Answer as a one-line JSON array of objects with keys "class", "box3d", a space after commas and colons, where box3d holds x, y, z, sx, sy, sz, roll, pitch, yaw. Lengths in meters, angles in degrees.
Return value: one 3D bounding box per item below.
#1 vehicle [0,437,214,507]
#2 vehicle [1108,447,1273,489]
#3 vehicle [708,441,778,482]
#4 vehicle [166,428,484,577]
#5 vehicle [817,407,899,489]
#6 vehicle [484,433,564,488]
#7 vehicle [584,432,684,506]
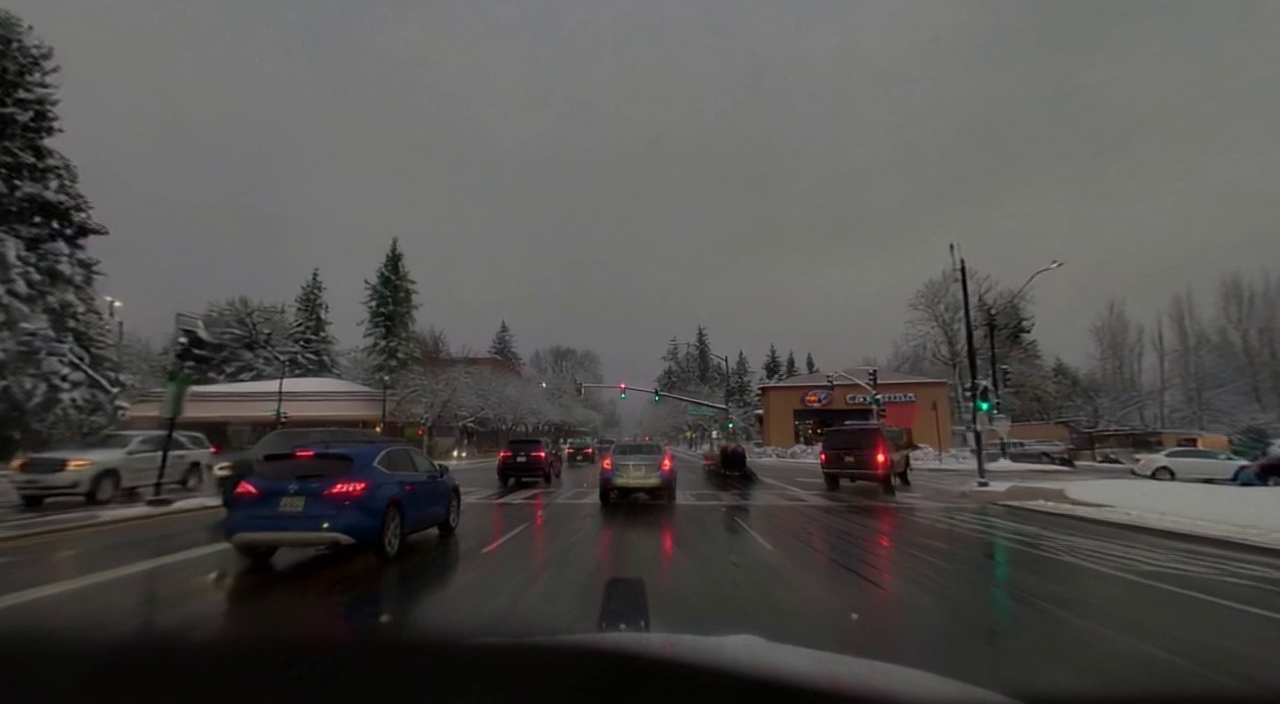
[{"class": "vehicle", "box3d": [-16.230, 3.574, 19.448, 2.237, 1.840, 5.567, 0, -8, 0]}, {"class": "vehicle", "box3d": [22.509, 4.698, 25.973, 1.993, 1.517, 4.601, 5, -10, -30]}, {"class": "vehicle", "box3d": [4.045, 4.365, 25.520, 1.979, 1.485, 4.207, 0, -8, -2]}, {"class": "vehicle", "box3d": [-3.784, 1.871, 8.797, 1.992, 1.493, 4.688, 0, -8, 0]}, {"class": "vehicle", "box3d": [9.494, 4.187, 27.688, 2.613, 3.281, 2.673, 3, -8, -1]}, {"class": "vehicle", "box3d": [-3.859, 3.687, 21.734, 1.983, 1.685, 3.997, 0, -8, 0]}, {"class": "vehicle", "box3d": [-0.143, 2.802, 15.507, 2.121, 1.563, 4.031, 0, -8, 0]}]
